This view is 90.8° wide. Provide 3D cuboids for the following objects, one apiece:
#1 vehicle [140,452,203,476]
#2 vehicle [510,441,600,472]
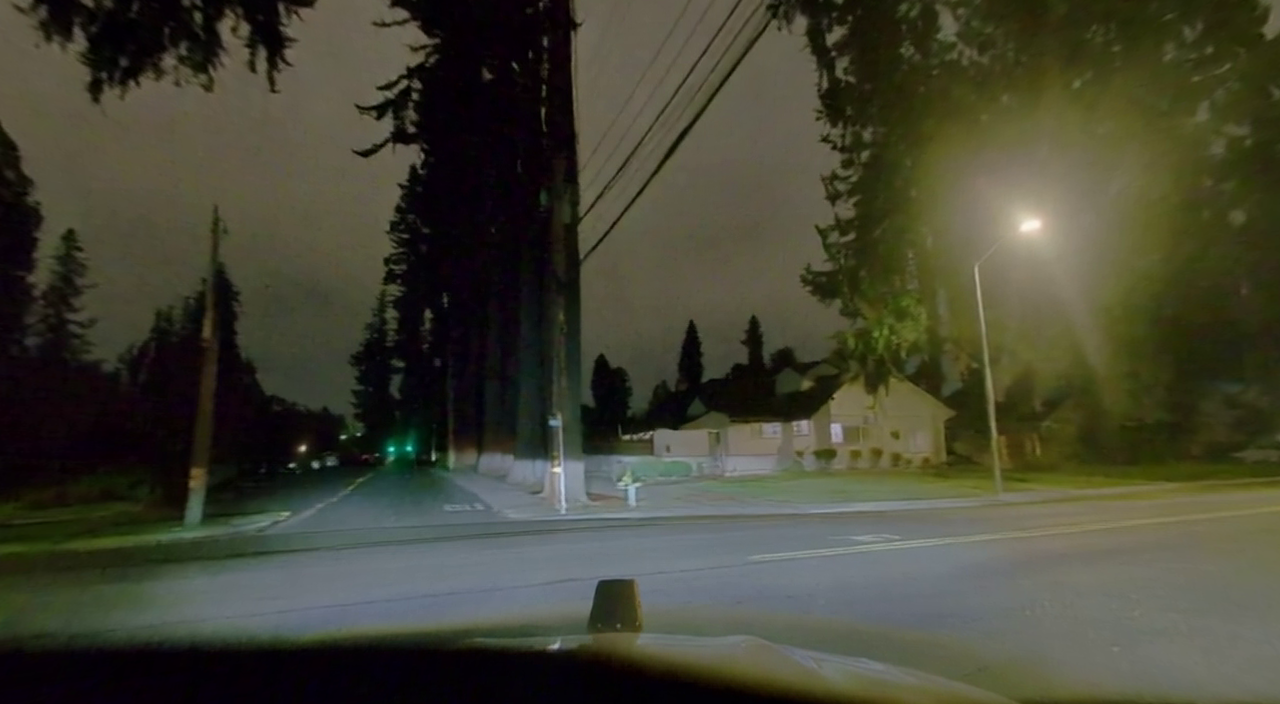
[{"bbox_3d":[-36.610,8.752,49.472,2.010,1.689,4.461,1,-8,-9],"label":"vehicle"},{"bbox_3d":[-4.879,5.989,36.329,4.784,1.647,1.947,4,-9,-22],"label":"vehicle"}]
